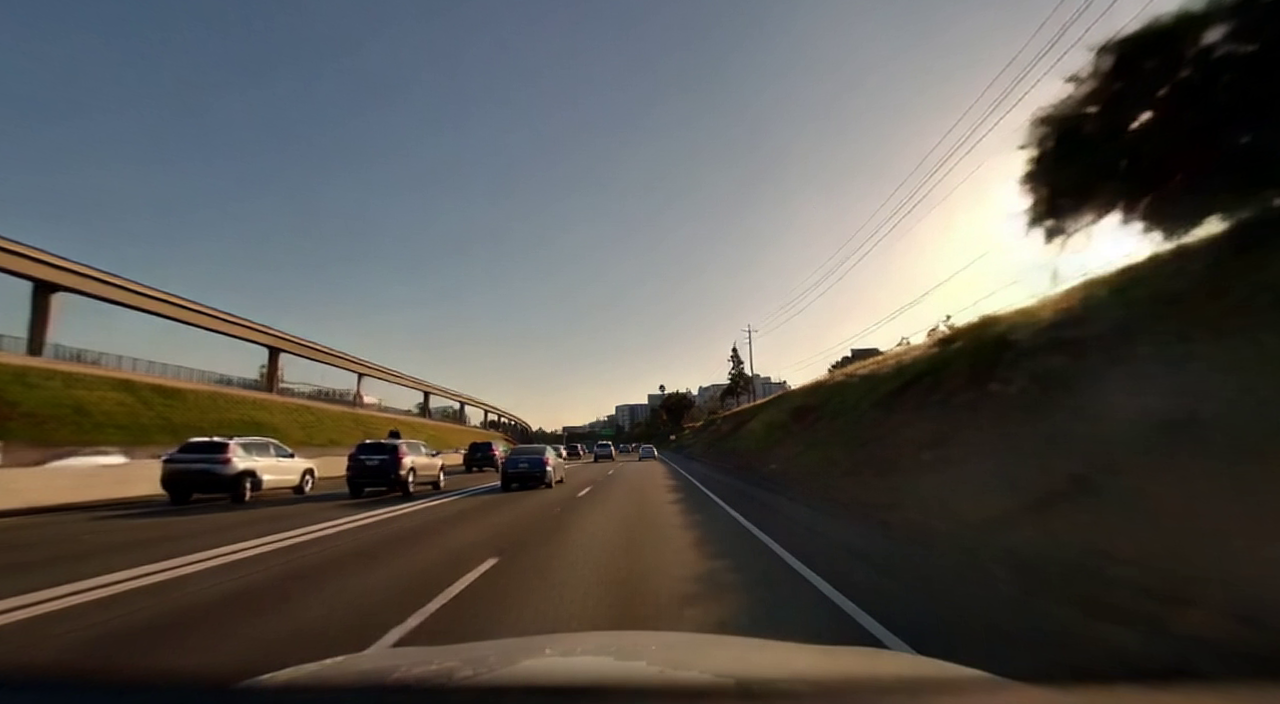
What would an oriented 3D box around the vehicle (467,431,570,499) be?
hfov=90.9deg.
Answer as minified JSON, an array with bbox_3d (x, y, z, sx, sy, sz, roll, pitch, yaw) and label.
[{"bbox_3d":[-3.421,3.268,18.673,2.052,1.731,4.372,0,-8,2],"label":"vehicle"}]

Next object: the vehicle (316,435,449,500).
[{"bbox_3d":[-7.227,3.255,18.222,1.959,1.652,4.170,0,-8,2],"label":"vehicle"}]

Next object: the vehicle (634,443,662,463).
[{"bbox_3d":[0.550,7.678,48.256,2.074,1.465,3.977,0,-8,-1],"label":"vehicle"}]

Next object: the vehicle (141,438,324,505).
[{"bbox_3d":[-11.097,3.255,17.709,1.951,1.628,4.617,0,-8,1],"label":"vehicle"}]
